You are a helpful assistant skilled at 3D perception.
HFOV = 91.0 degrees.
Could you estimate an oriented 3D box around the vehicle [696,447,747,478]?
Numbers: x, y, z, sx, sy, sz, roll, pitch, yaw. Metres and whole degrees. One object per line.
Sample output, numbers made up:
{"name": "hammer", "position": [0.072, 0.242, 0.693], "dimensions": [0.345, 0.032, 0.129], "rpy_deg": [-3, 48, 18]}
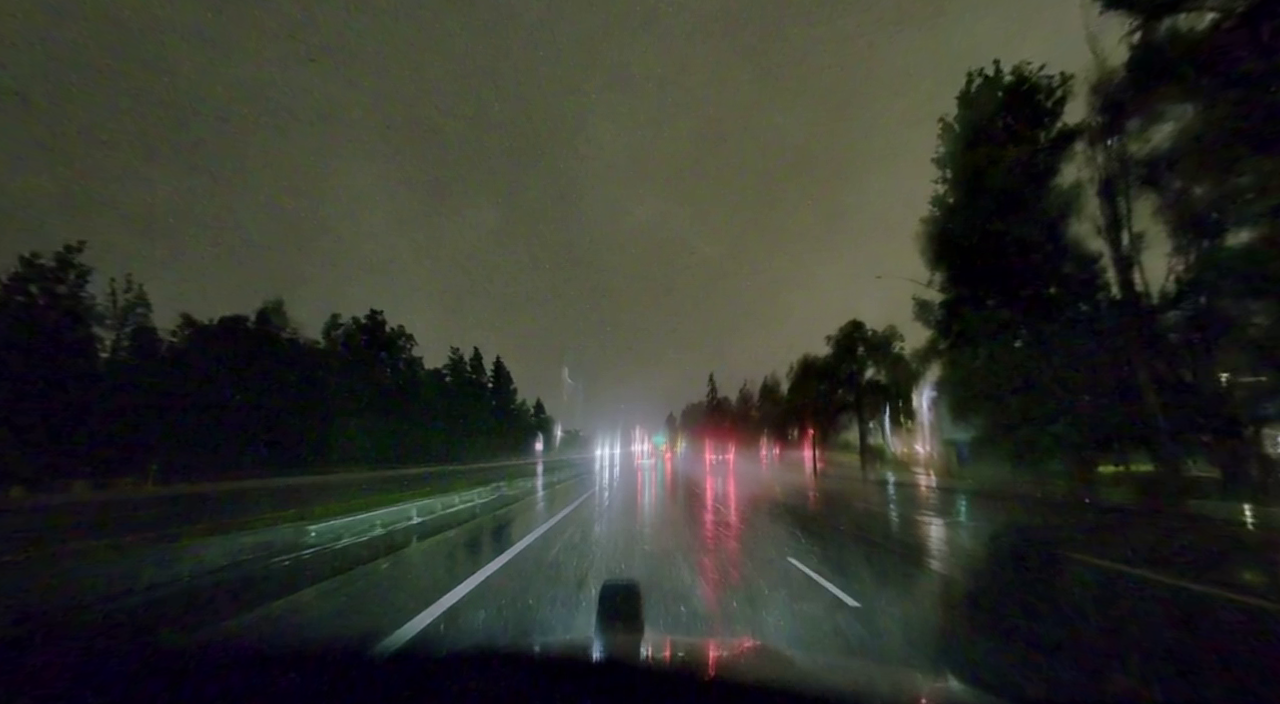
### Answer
{"name": "vehicle", "position": [4.257, 5.868, 33.642], "dimensions": [2.115, 1.522, 4.330], "rpy_deg": [0, -9, 0]}
